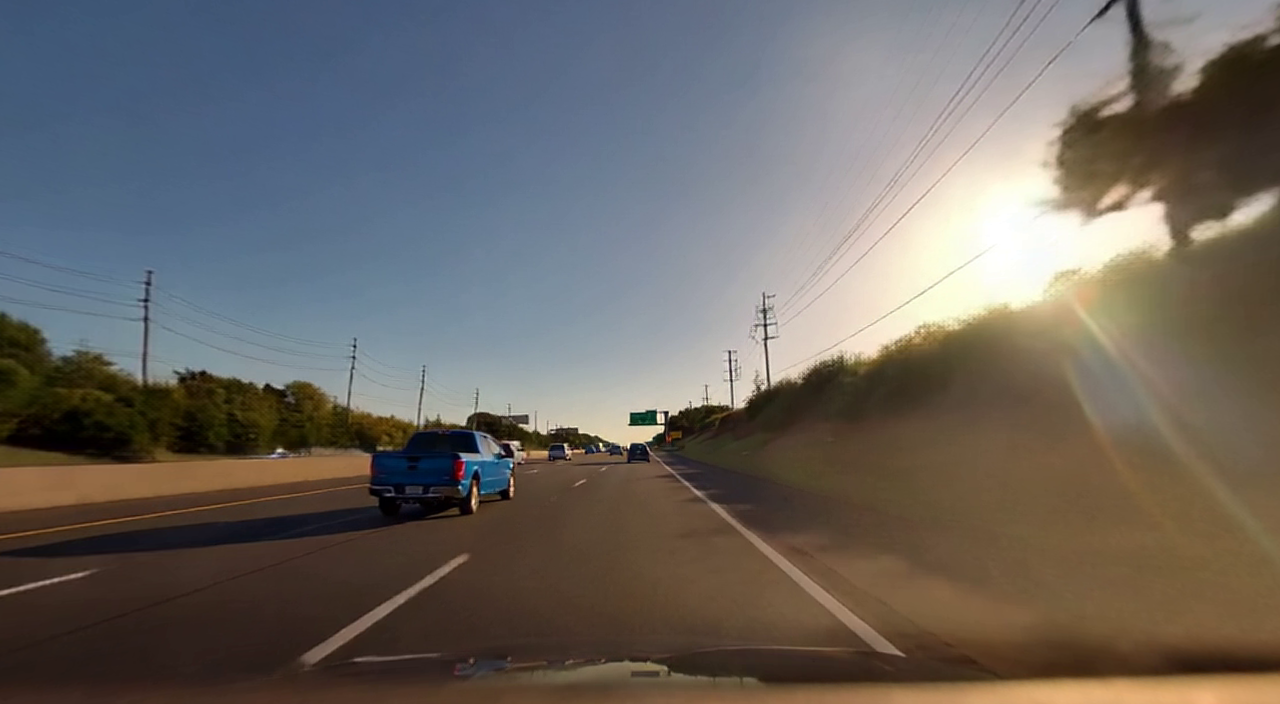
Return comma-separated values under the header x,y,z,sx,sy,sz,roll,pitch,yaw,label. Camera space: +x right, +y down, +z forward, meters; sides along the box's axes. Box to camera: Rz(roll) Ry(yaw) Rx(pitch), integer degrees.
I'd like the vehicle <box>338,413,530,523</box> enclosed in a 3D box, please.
x,y,z,sx,sy,sz,roll,pitch,yaw,label
-3.870,2.307,13.110,2.204,1.812,5.289,0,-8,0,vehicle

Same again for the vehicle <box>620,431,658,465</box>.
x,y,z,sx,sy,sz,roll,pitch,yaw,label
-0.120,6.325,41.673,2.358,2.144,4.713,0,-8,-1,vehicle
